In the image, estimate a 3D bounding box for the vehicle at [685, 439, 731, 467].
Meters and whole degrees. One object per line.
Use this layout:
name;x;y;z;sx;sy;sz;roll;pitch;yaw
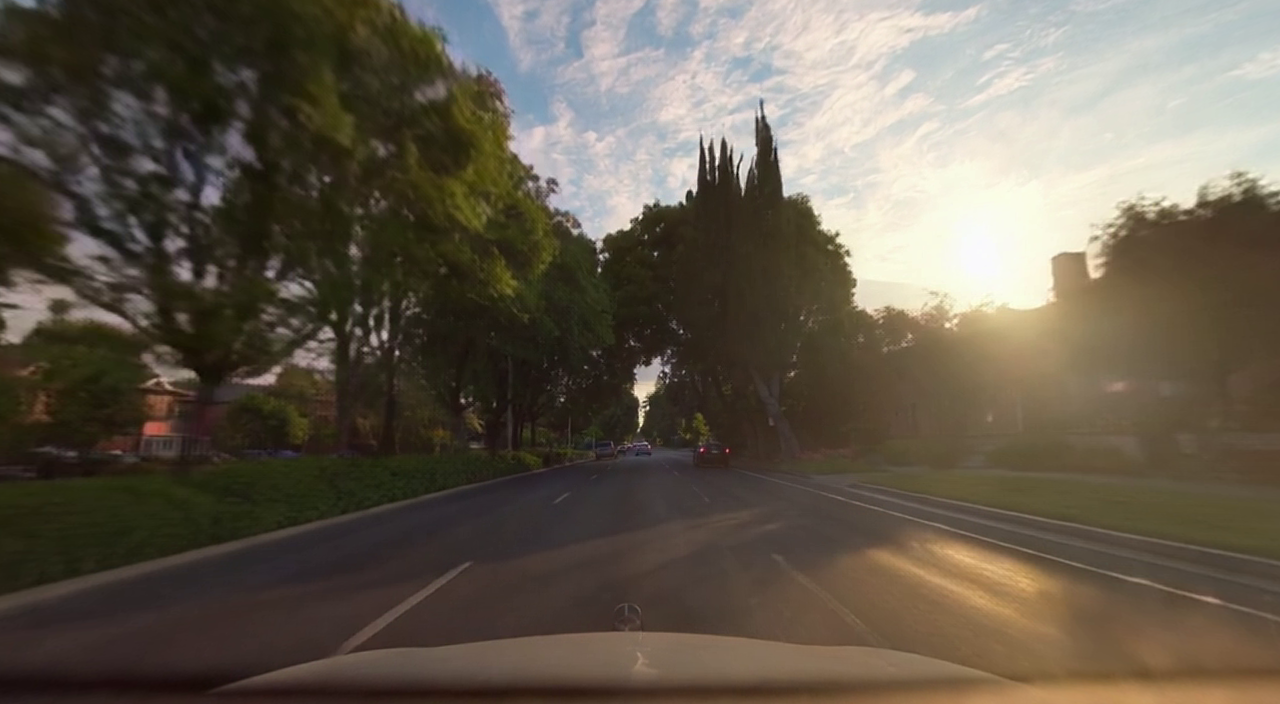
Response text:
vehicle;4.075;6.139;38.503;2.237;1.578;4.621;0;-8;-1

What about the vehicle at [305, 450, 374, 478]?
vehicle;-21.065;7.853;44.398;2.238;1.778;5.115;0;-8;1
